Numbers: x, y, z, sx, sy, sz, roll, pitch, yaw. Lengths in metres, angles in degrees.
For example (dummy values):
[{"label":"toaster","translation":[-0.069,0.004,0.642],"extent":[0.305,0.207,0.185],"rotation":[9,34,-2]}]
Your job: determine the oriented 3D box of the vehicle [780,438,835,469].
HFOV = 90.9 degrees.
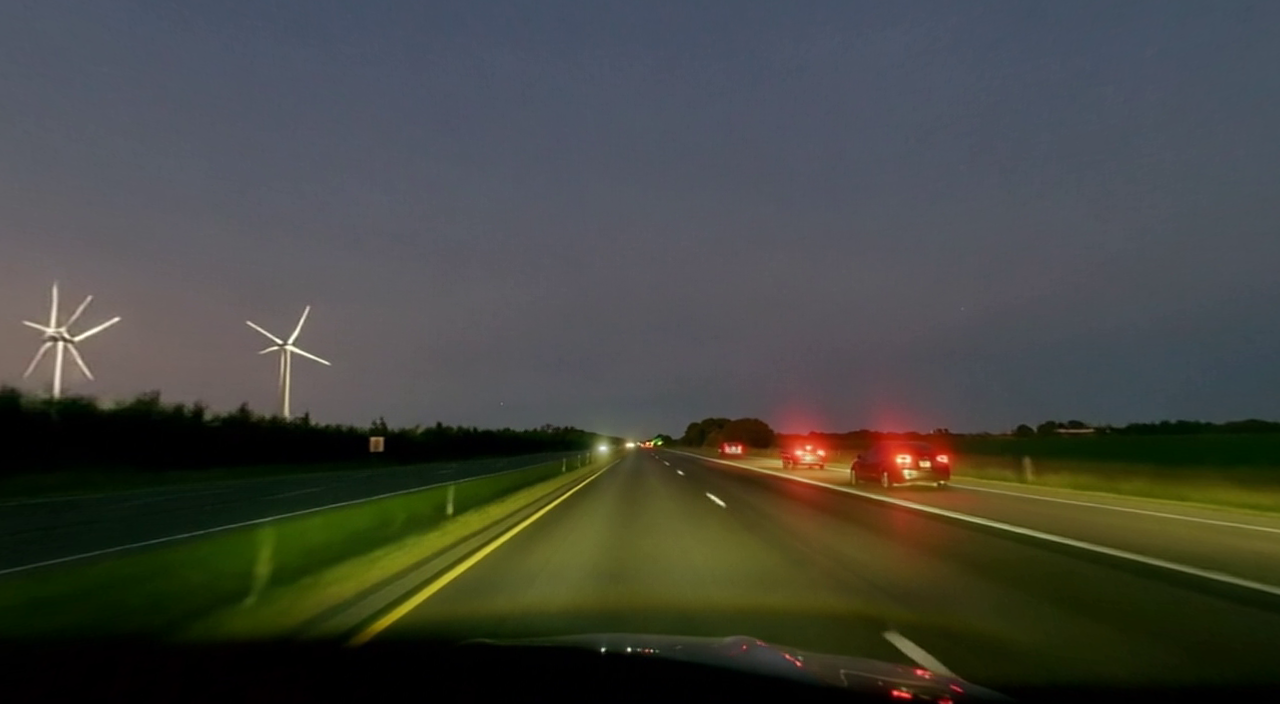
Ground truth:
[{"label":"vehicle","translation":[9.561,5.821,36.280],"extent":[1.897,1.669,4.825],"rotation":[0,-9,1]}]
